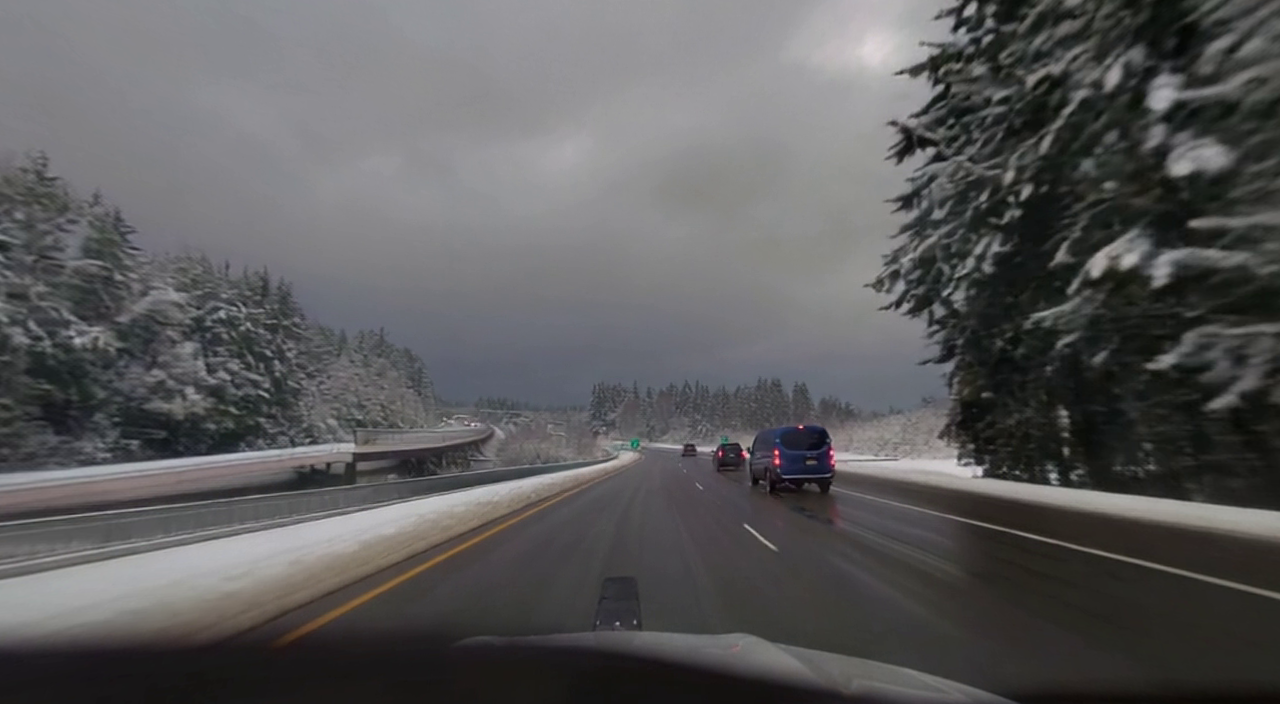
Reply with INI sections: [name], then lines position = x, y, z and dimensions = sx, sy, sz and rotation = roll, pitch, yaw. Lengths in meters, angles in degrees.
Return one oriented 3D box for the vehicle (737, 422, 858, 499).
[vehicle]
position = 4.380, 3.137, 18.387
dimensions = 2.205, 1.923, 4.956
rotation = 0, -9, 0
